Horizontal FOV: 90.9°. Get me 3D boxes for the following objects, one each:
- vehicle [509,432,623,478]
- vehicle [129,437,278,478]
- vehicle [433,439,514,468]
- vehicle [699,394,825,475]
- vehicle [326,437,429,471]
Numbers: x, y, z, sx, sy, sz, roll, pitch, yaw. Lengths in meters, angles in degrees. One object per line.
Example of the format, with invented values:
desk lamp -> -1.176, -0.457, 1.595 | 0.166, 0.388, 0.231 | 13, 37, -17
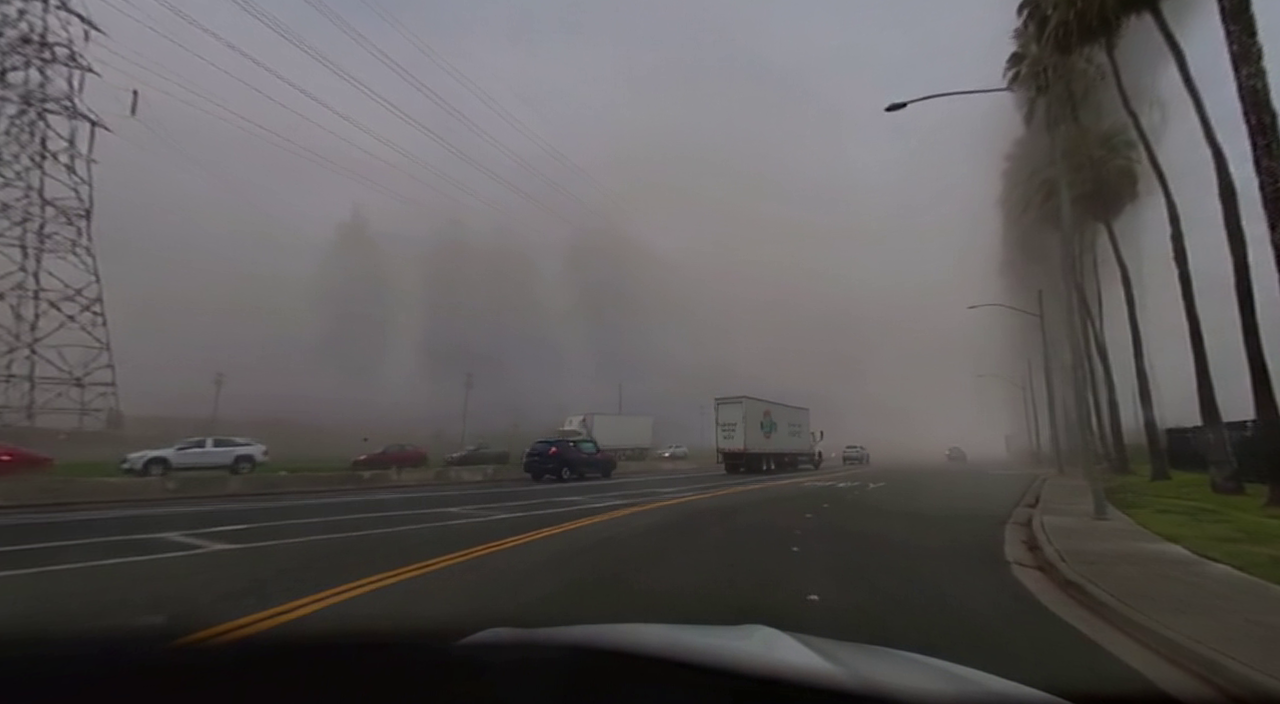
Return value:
vehicle -> -3.364, 4.884, 30.327 | 2.266, 1.950, 5.866 | -5, -10, 31
vehicle -> -17.188, 4.153, 25.055 | 1.792, 1.451, 4.419 | -5, -10, 32
vehicle -> -9.624, 5.971, 36.785 | 1.785, 1.502, 4.457 | -6, -13, 32
vehicle -> 7.432, 4.822, 36.508 | 2.903, 3.933, 11.567 | -5, -10, 32
vehicle -> -13.244, 5.144, 32.061 | 1.847, 1.567, 4.532 | -5, -10, 32
